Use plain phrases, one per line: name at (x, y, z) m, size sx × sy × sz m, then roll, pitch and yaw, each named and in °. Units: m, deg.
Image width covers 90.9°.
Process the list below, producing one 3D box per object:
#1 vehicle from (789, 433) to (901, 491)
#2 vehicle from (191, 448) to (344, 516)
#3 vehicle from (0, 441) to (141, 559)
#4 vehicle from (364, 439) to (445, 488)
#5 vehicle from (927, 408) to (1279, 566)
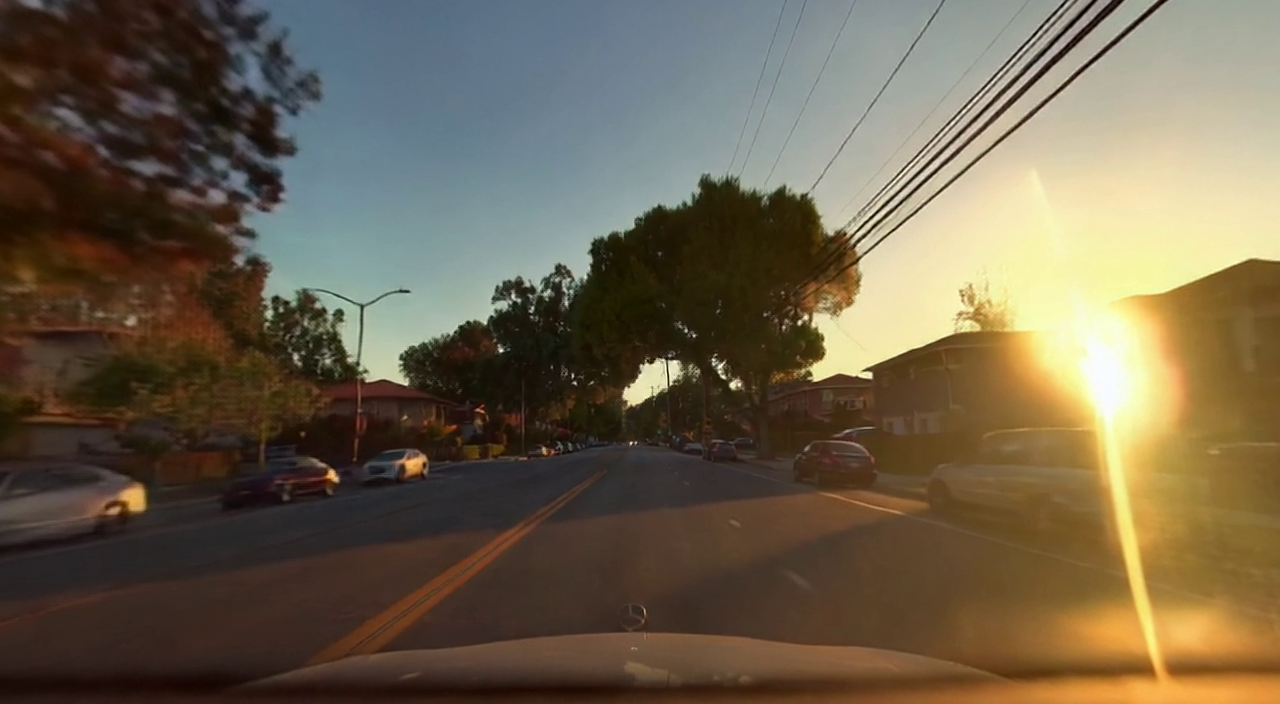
vehicle at (6.764, 3.682, 21.463) m, size 2.194 × 1.741 × 4.800 m, roll 0°, pitch -8°, yaw 0°
vehicle at (-10.650, 3.685, 18.507) m, size 1.932 × 1.472 × 4.516 m, roll -3°, pitch -6°, yaw -2°
vehicle at (-10.466, 2.316, 9.895) m, size 1.974 × 1.696 × 4.336 m, roll -2°, pitch -8°, yaw -5°
vehicle at (-10.403, 4.917, 28.184) m, size 1.984 × 1.762 × 4.266 m, roll -3°, pitch -6°, yaw 0°
vehicle at (6.706, 1.928, 9.842) m, size 2.128 × 1.823 × 4.834 m, roll 0°, pitch -8°, yaw 0°
